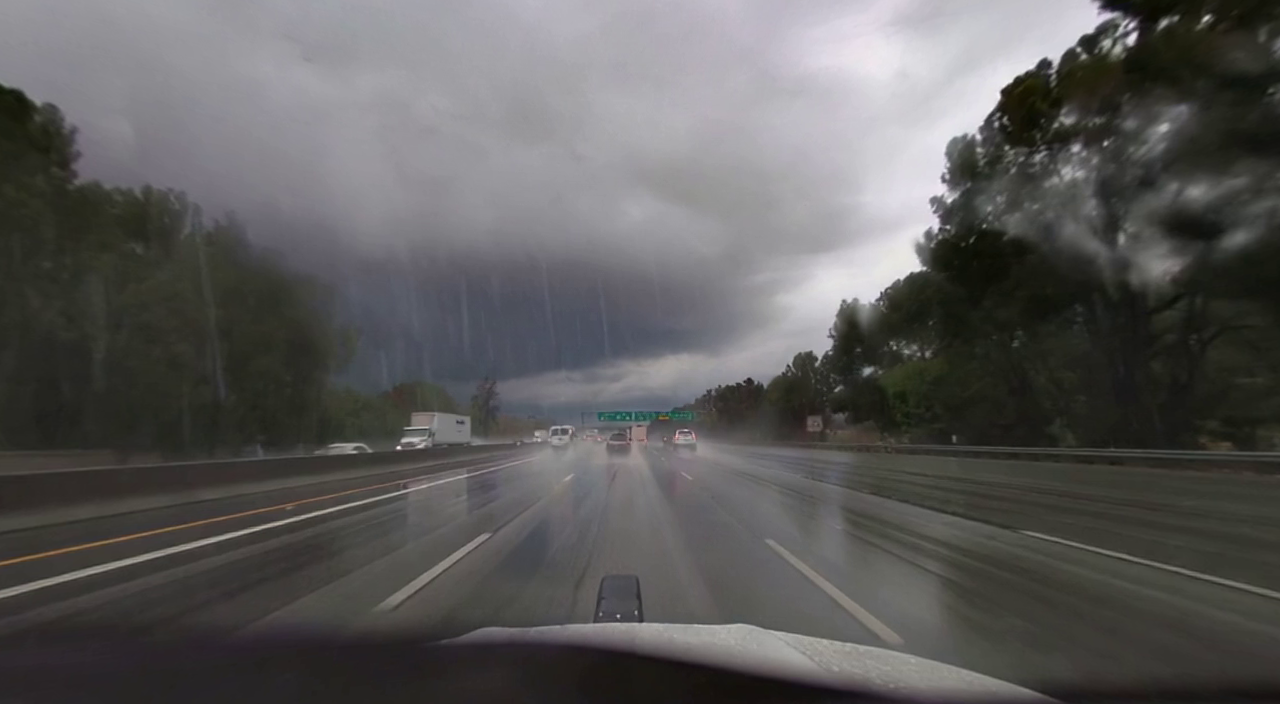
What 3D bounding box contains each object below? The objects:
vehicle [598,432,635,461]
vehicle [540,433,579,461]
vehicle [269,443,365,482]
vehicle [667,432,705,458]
[{"bbox_3d":[-1.397,5.708,38.235,2.119,1.629,3.946,0,-8,-1],"label":"vehicle"},{"bbox_3d":[-5.073,6.039,40.252,2.046,1.658,4.008,0,-8,-1],"label":"vehicle"},{"bbox_3d":[-13.722,4.667,27.009,1.858,1.485,4.334,0,-8,0],"label":"vehicle"},{"bbox_3d":[3.043,6.220,42.316,2.066,1.673,4.225,0,-8,-2],"label":"vehicle"}]
